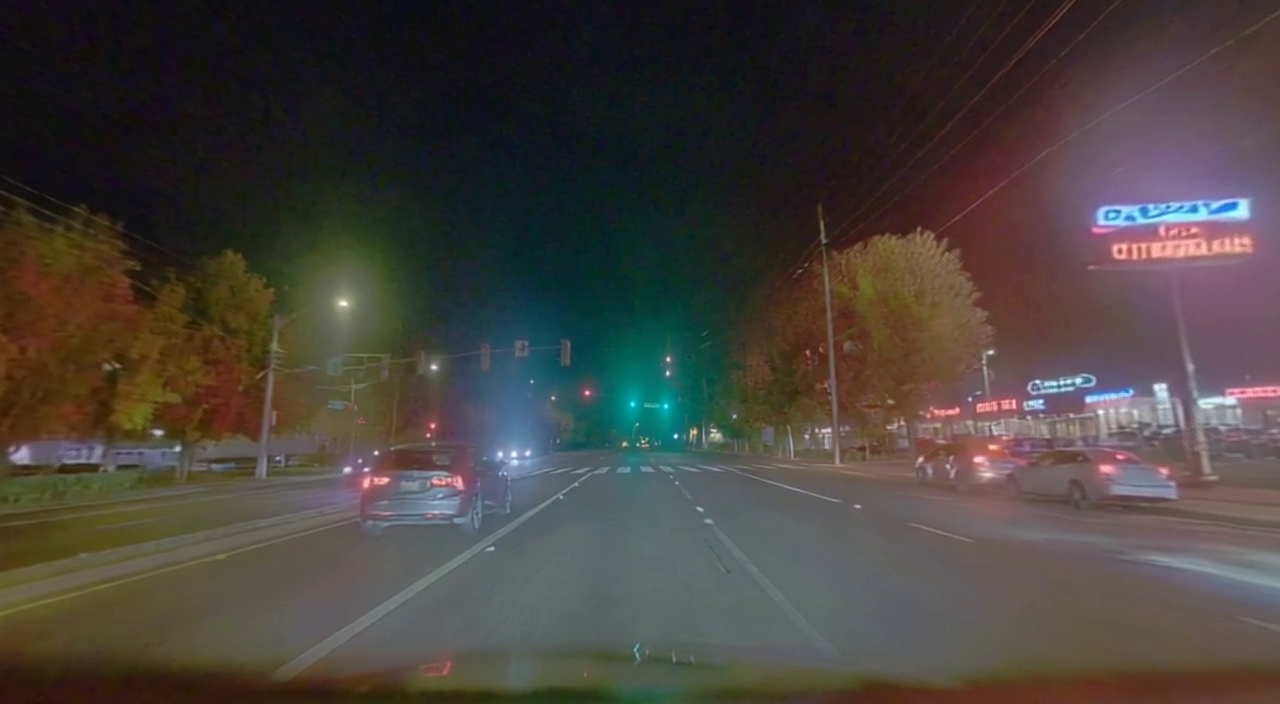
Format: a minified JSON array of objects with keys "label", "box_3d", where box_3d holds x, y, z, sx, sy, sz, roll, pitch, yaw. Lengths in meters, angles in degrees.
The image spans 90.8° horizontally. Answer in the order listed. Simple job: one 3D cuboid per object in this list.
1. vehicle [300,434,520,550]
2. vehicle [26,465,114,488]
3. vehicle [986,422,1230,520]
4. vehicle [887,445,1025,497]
[{"label":"vehicle","box_3d":[-3.372,2.120,10.269,2.185,1.473,3.925,0,-8,-2]},{"label":"vehicle","box_3d":[-41.178,8.989,45.711,4.468,1.458,1.985,0,-8,1]},{"label":"vehicle","box_3d":[10.337,2.646,14.586,1.998,1.862,4.658,0,-8,0]},{"label":"vehicle","box_3d":[10.152,3.812,20.826,1.987,1.487,4.753,0,-8,-2]}]
